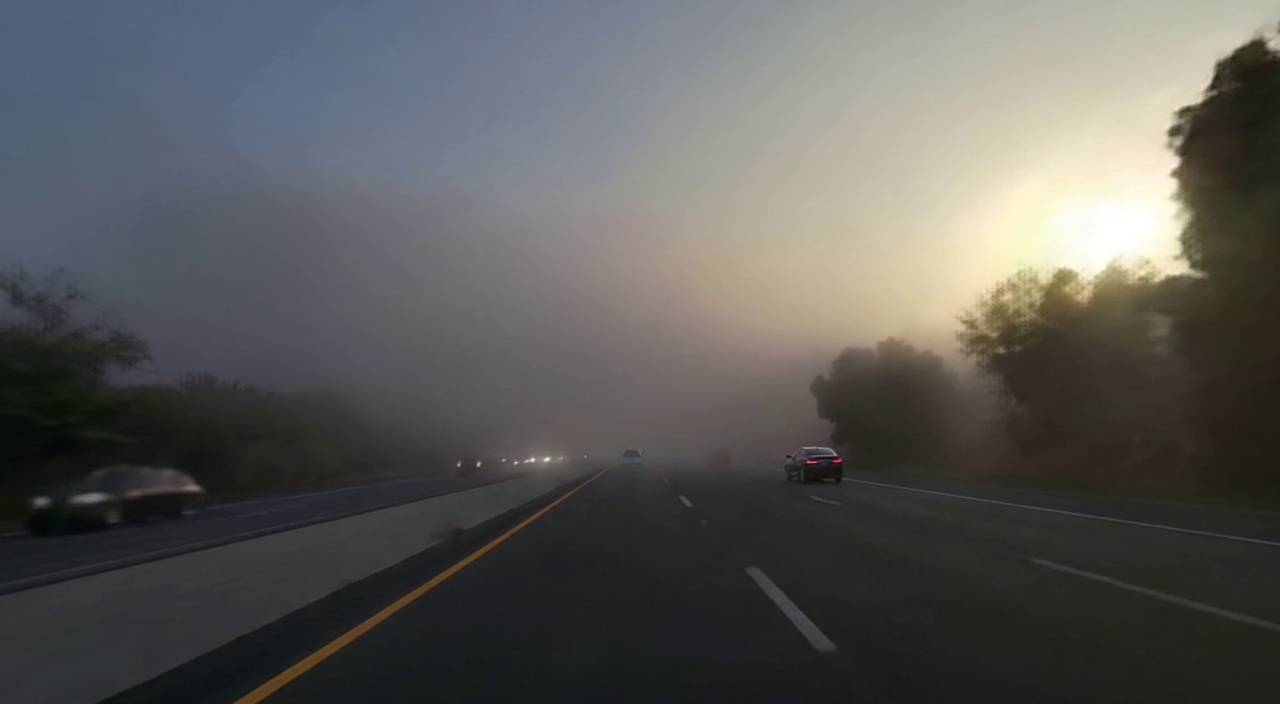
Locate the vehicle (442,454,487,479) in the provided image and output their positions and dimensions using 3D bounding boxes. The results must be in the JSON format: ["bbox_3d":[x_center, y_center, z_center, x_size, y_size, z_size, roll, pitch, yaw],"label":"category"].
[{"bbox_3d":[-12.378,8.107,44.827,1.897,1.659,4.306,0,-9,0],"label":"vehicle"}]

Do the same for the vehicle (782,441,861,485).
[{"bbox_3d":[7.133,4.393,25.210,1.903,1.566,3.866,0,-9,-1],"label":"vehicle"}]

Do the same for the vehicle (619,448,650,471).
[{"bbox_3d":[-0.370,7.318,43.135,2.021,1.507,4.272,0,-9,0],"label":"vehicle"}]

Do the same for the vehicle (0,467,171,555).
[{"bbox_3d":[-12.864,3.364,13.874,1.810,1.498,4.320,0,-9,-1],"label":"vehicle"}]
